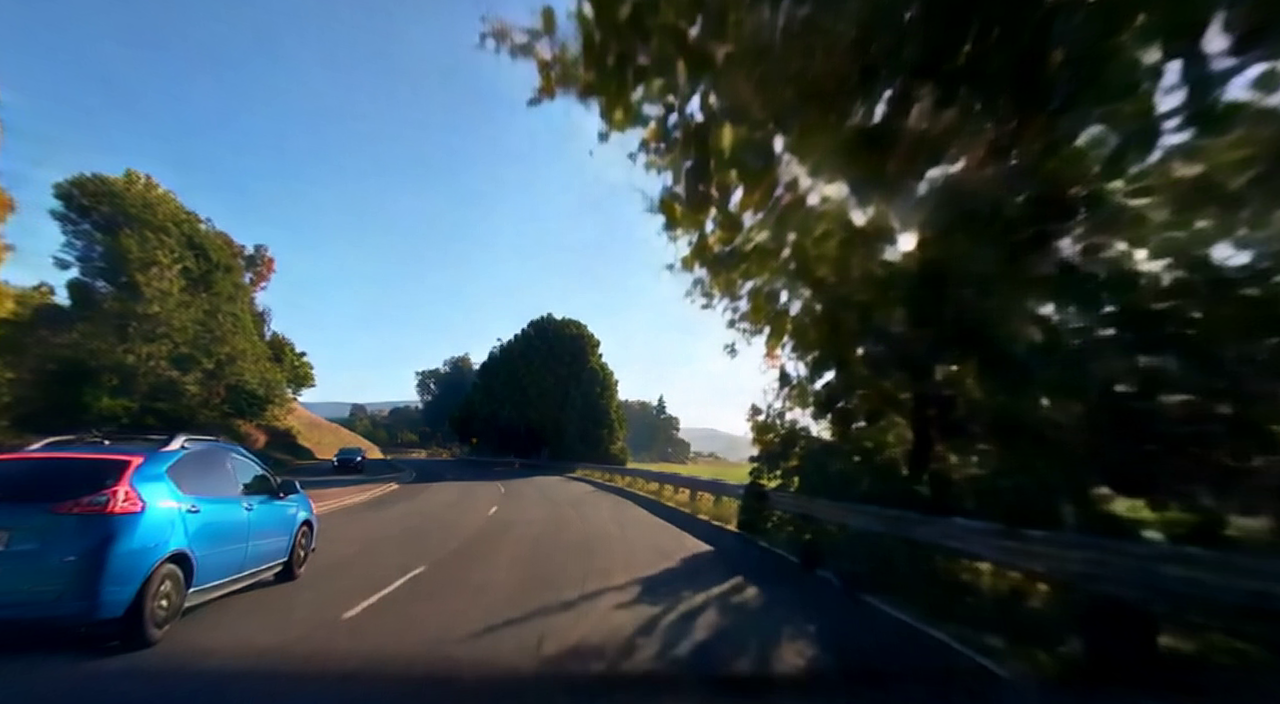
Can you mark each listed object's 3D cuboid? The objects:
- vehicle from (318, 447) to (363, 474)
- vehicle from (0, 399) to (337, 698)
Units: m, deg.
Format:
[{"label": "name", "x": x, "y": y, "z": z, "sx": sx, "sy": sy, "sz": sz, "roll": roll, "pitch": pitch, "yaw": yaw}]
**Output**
[{"label": "vehicle", "x": -18.535, "y": 6.727, "z": 39.114, "sx": 2.032, "sy": 1.557, "sz": 4.151, "roll": 3, "pitch": -10, "yaw": -19}, {"label": "vehicle", "x": -4.503, "y": 1.372, "z": 5.386, "sx": 2.078, "sy": 1.607, "sz": 3.959, "roll": 0, "pitch": -9, "yaw": -5}]
